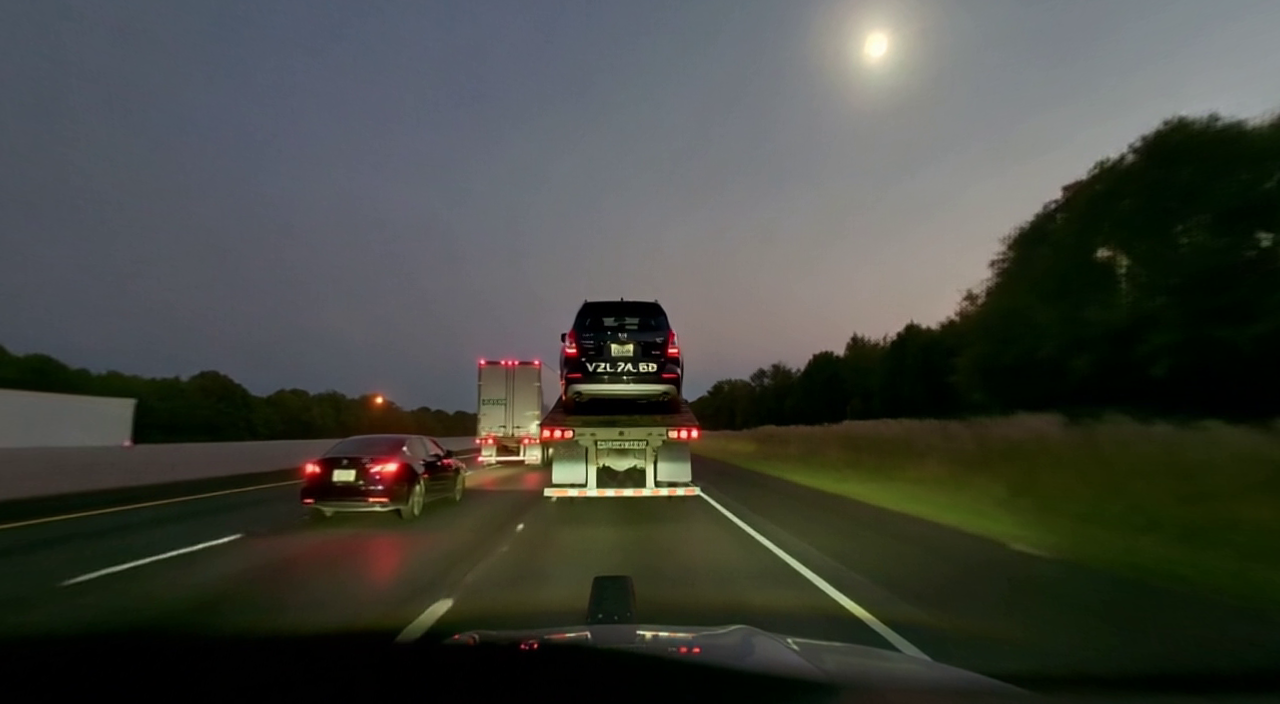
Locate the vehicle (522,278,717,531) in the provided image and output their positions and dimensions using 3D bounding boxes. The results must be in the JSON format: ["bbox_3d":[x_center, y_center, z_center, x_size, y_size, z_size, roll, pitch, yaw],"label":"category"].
[{"bbox_3d":[-0.456,1.310,13.687,2.738,3.628,9.223,0,-7,-2],"label":"vehicle"}]

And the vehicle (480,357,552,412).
[{"bbox_3d":[-4.692,1.361,24.565,2.118,1.799,4.591,0,-7,-3],"label":"vehicle"}]

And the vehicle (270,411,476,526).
[{"bbox_3d":[-4.497,2.001,11.481,1.914,1.675,4.331,0,-7,-1],"label":"vehicle"}]

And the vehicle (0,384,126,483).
[{"bbox_3d":[-24.946,3.082,23.800,2.744,3.608,9.882,0,-7,-1],"label":"vehicle"}]
